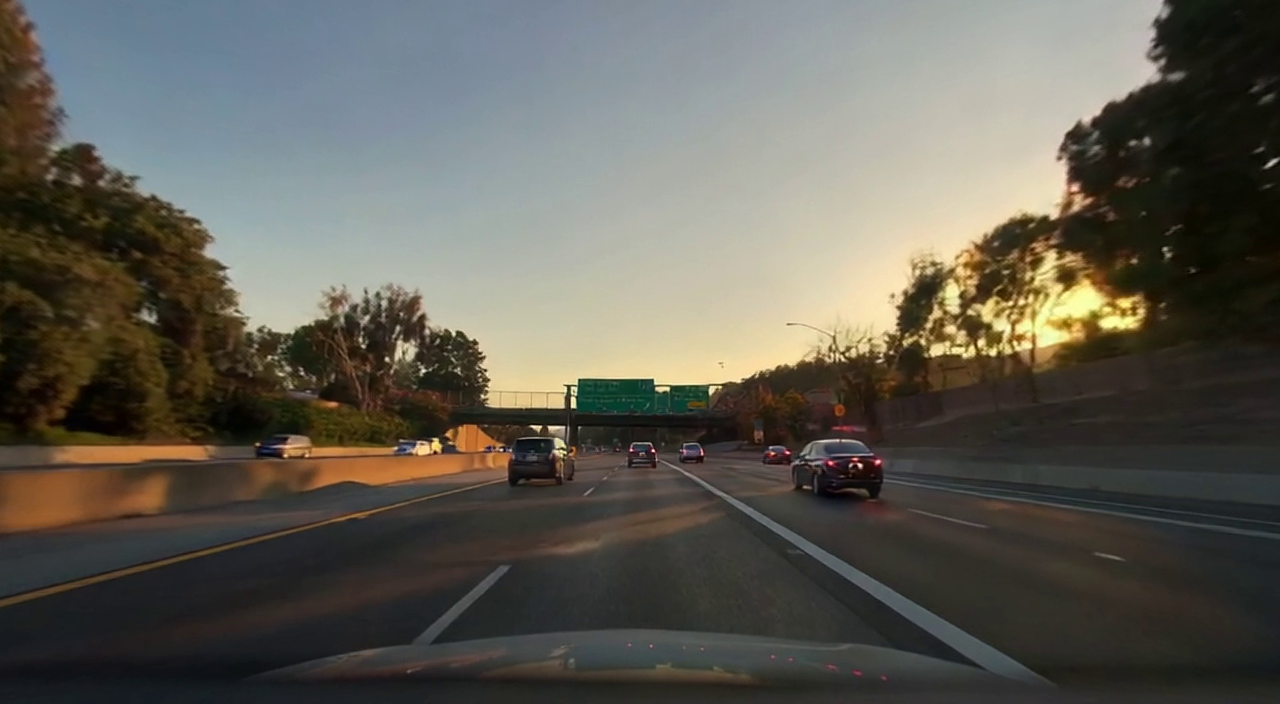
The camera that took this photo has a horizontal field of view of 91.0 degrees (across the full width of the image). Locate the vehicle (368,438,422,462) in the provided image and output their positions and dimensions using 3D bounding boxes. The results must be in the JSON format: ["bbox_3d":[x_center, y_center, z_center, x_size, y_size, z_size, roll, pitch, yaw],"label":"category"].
[{"bbox_3d":[-18.496,7.436,47.785,2.019,1.714,4.907,0,-9,0],"label":"vehicle"}]

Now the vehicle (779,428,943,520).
[{"bbox_3d":[4.628,2.627,14.081,2.041,1.669,4.712,0,-9,1],"label":"vehicle"}]

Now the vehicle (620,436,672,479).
[{"bbox_3d":[0.243,4.723,28.384,2.181,1.728,3.970,1,-9,0],"label":"vehicle"}]

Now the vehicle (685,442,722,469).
[{"bbox_3d":[4.231,7.014,42.845,2.022,1.682,4.226,1,-9,-1],"label":"vehicle"}]

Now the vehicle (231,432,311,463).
[{"bbox_3d":[-26.087,6.807,44.794,2.182,2.016,5.695,0,-9,0],"label":"vehicle"}]

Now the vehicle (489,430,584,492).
[{"bbox_3d":[-3.226,3.535,20.730,2.199,1.777,4.790,0,-9,1],"label":"vehicle"}]
